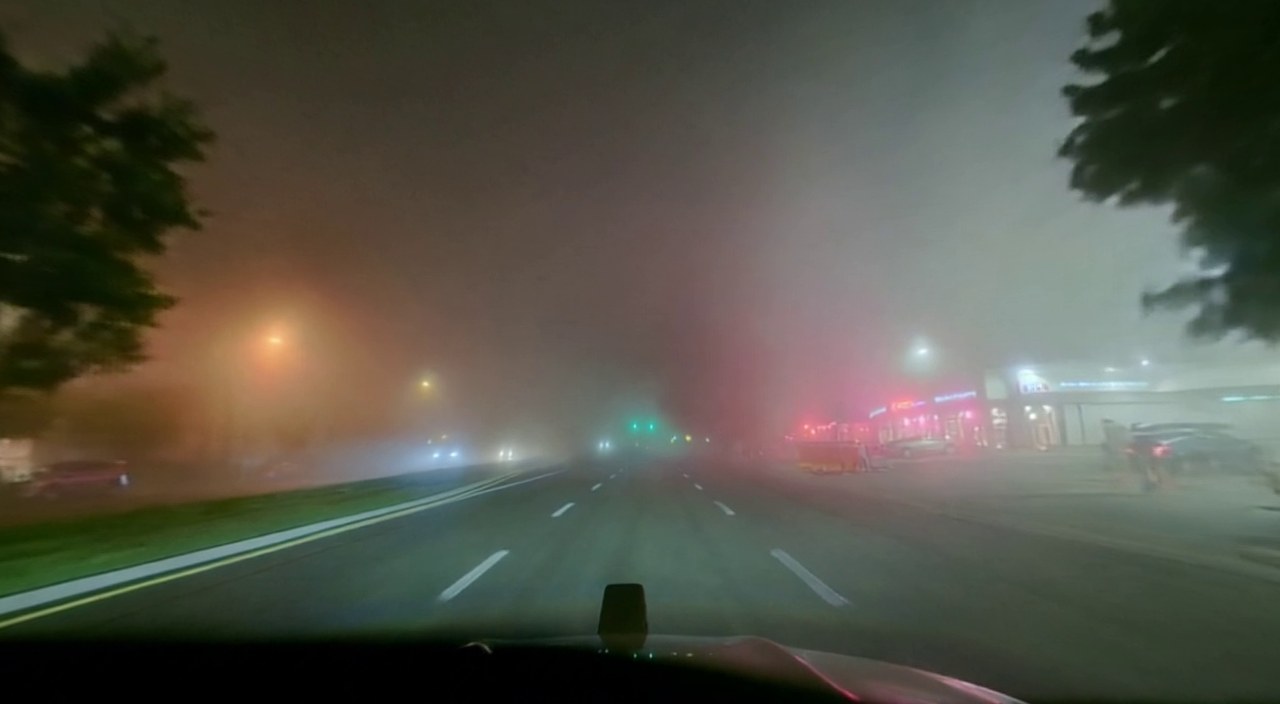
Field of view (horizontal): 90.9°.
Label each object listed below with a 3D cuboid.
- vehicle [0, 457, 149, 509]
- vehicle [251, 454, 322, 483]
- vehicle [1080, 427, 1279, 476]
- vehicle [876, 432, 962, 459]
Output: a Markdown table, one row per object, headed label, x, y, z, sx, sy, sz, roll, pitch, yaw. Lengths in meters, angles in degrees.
| label | x | y | z | sx | sy | sz | roll | pitch | yaw |
| --- | --- | --- | --- | --- | --- | --- | --- | --- | --- |
| vehicle | -22.909 | 5.193 | 25.468 | 2.067 | 1.743 | 5.056 | 0 | -9 | -1 |
| vehicle | -23.107 | 7.596 | 41.395 | 1.957 | 1.672 | 4.743 | 0 | -9 | -1 |
| vehicle | 17.521 | 3.232 | 20.532 | 4.813 | 1.464 | 2.073 | 0 | -9 | -1 |
| vehicle | 17.387 | 5.863 | 39.428 | 4.450 | 1.643 | 1.996 | 0 | -9 | 0 |
